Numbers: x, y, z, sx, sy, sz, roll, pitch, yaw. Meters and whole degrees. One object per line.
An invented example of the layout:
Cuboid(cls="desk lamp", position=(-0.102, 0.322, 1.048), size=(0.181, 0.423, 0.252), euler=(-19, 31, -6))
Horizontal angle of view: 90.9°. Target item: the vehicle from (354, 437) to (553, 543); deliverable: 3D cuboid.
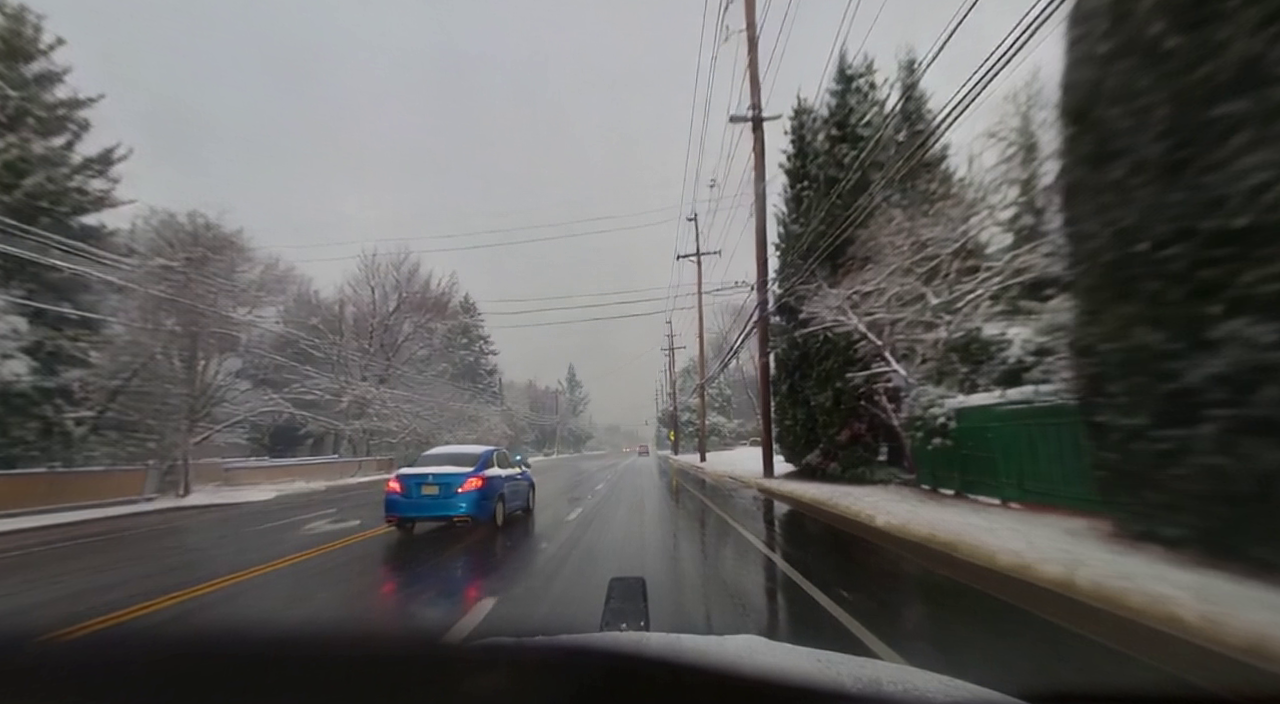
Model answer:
Cuboid(cls="vehicle", position=(-3.074, 2.383, 11.740), size=(2.085, 1.512, 5.023), euler=(0, -8, 1))
